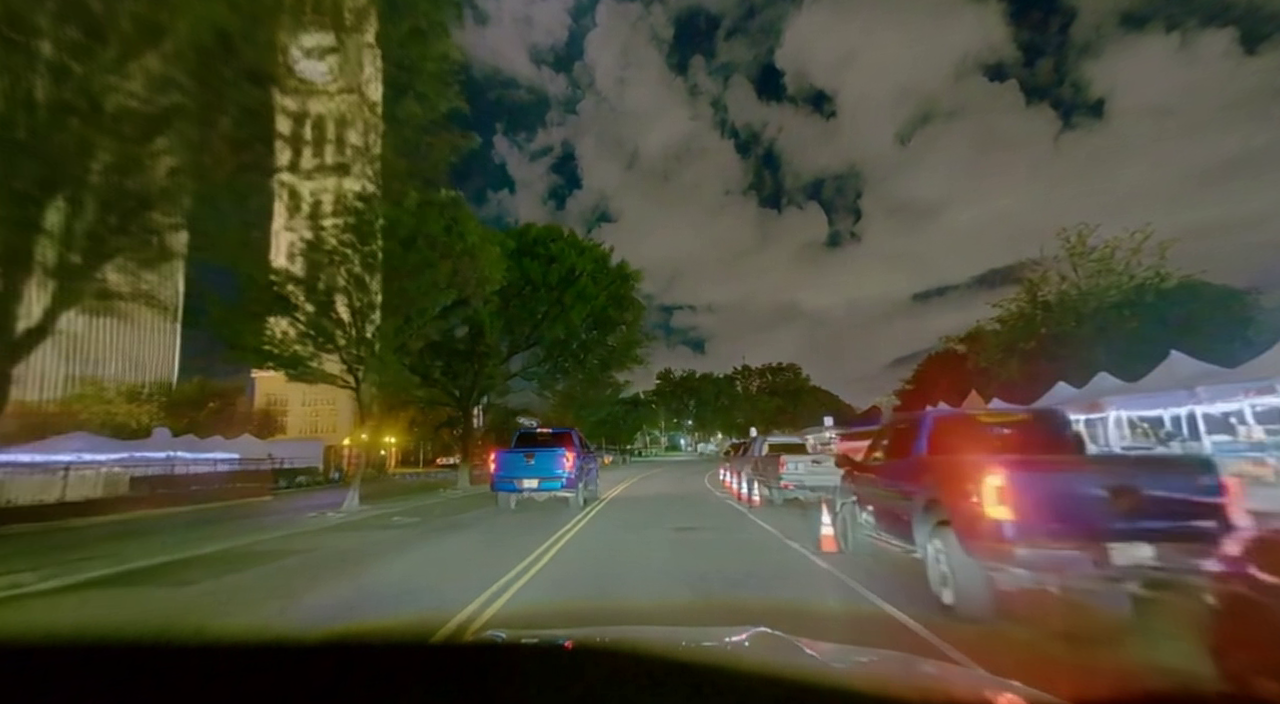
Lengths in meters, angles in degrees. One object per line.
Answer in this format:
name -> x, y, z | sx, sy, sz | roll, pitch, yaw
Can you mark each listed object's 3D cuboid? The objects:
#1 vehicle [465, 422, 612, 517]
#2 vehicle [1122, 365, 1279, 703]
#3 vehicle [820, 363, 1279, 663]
vehicle -> -2.261, 2.891, 16.079 | 2.452, 1.954, 5.653 | -1, -9, 4
vehicle -> 3.278, 0.642, 0.962 | 2.023, 1.607, 4.225 | -1, -9, 6
vehicle -> 3.568, 1.375, 6.471 | 2.073, 1.887, 4.825 | -1, -9, 1
